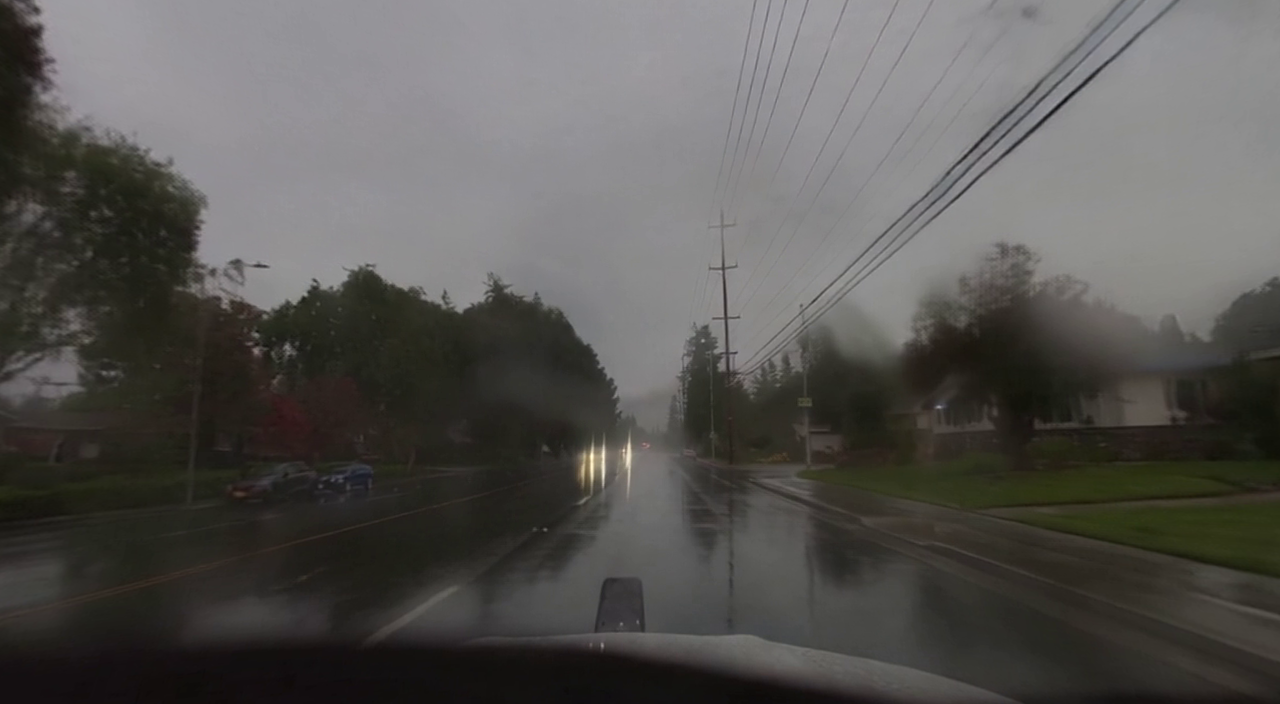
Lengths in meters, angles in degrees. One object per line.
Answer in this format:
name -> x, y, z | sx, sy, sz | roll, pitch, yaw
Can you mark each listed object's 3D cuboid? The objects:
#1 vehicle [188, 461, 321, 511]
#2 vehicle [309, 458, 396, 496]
vehicle -> -13.695, 4.751, 22.830 | 1.936, 1.489, 4.311 | -1, -8, 3
vehicle -> -13.440, 5.848, 29.825 | 1.863, 1.481, 4.363 | -3, -9, 3
